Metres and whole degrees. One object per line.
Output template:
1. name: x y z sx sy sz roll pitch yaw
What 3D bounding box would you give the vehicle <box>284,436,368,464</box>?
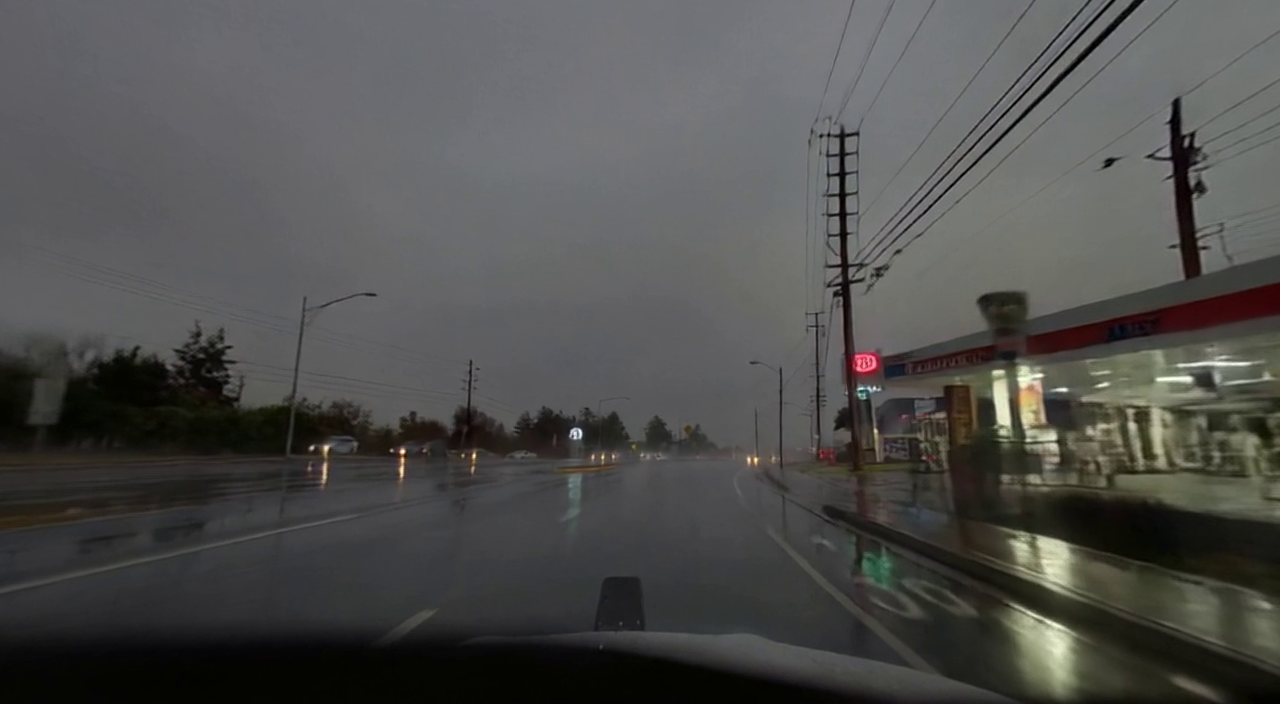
1. vehicle: -21.782 6.766 43.678 5.426 1.822 2.014 -3 -9 21
